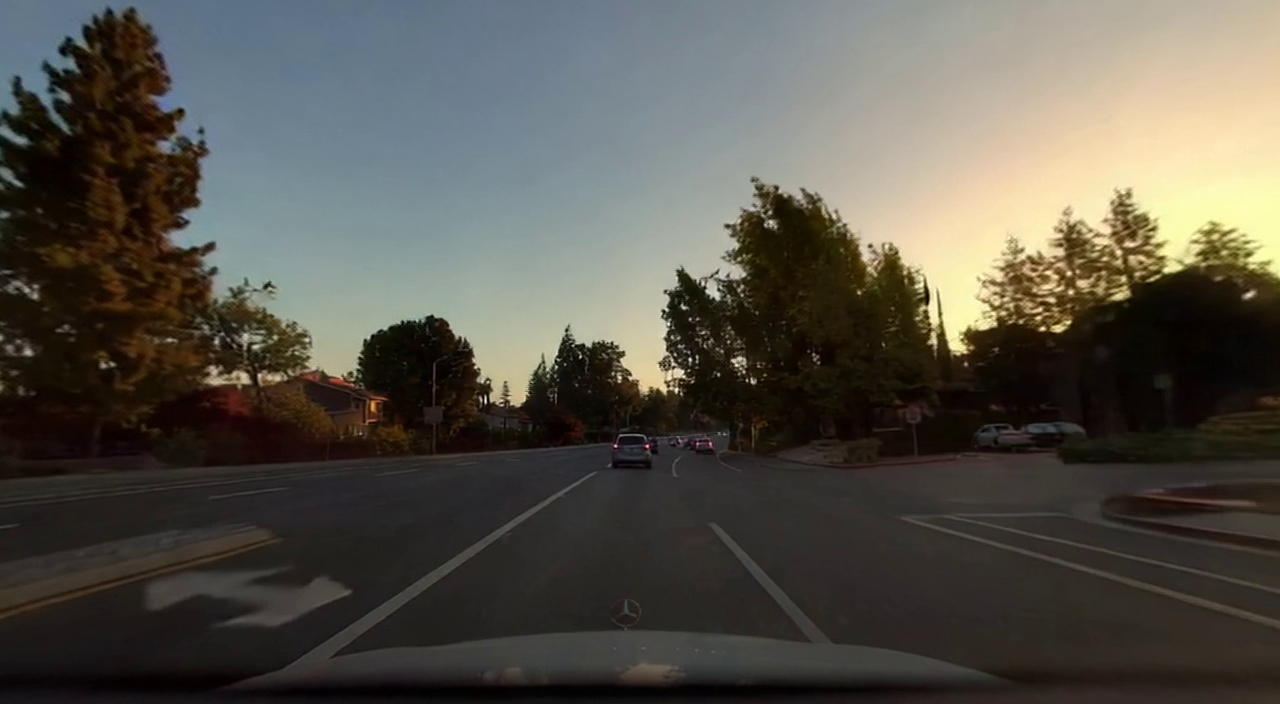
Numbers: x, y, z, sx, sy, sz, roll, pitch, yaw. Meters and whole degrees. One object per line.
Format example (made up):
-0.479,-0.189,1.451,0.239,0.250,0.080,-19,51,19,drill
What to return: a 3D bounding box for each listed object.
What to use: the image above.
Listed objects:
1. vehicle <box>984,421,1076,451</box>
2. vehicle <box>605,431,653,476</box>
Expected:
22.656,4.964,36.703,1.826,1.621,4.546,2,-9,-13,vehicle
-0.453,4.905,30.588,2.072,2.002,4.391,0,-8,2,vehicle
